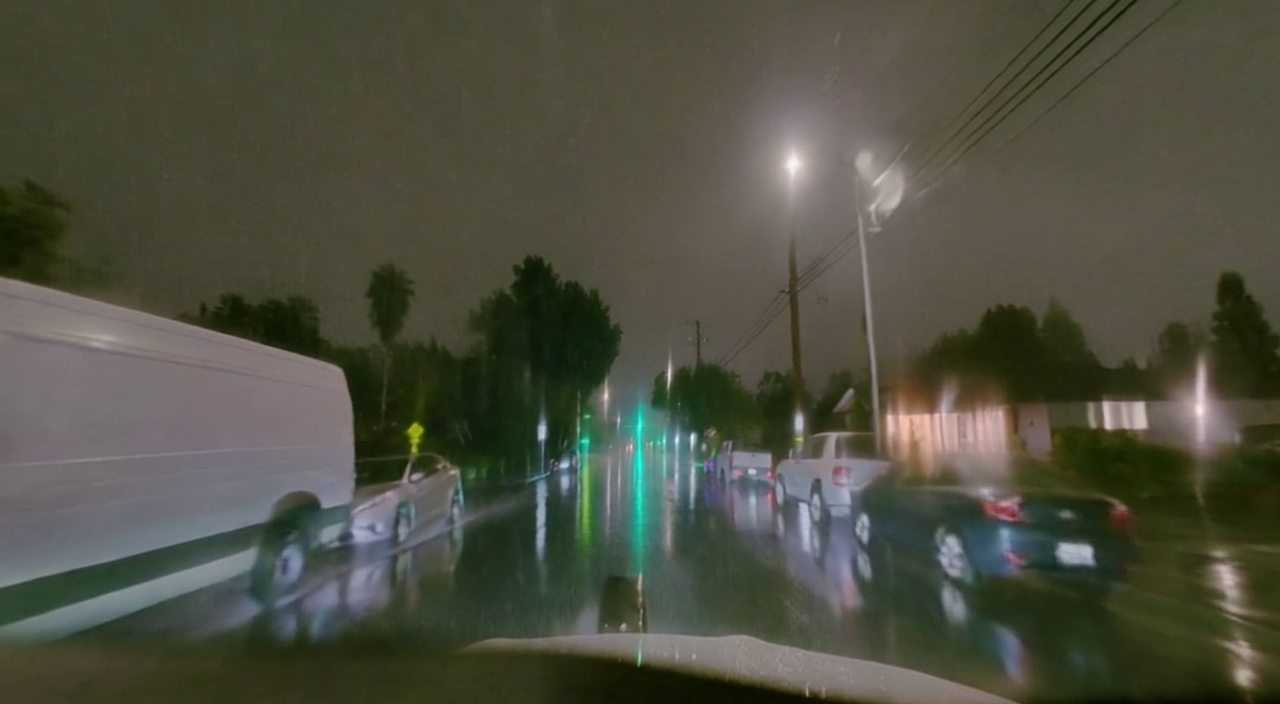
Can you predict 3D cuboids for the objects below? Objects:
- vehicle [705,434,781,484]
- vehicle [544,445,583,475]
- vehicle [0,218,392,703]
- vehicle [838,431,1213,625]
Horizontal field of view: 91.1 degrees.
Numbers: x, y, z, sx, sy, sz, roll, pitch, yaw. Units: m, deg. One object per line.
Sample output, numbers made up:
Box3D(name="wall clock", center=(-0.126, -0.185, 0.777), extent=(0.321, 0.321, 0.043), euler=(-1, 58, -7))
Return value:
Box3D(name="vehicle", center=(4.162, 4.454, 26.417), extent=(2.215, 1.897, 5.131), euler=(0, -9, -1))
Box3D(name="vehicle", center=(-4.432, 6.296, 36.932), extent=(1.870, 1.562, 4.212), euler=(-3, -8, -2))
Box3D(name="vehicle", center=(-4.399, 0.893, 4.596), extent=(2.470, 2.613, 5.989), euler=(-4, -9, 4))
Box3D(name="vehicle", center=(4.030, 1.847, 7.692), extent=(1.839, 1.520, 4.498), euler=(3, -8, 1))
